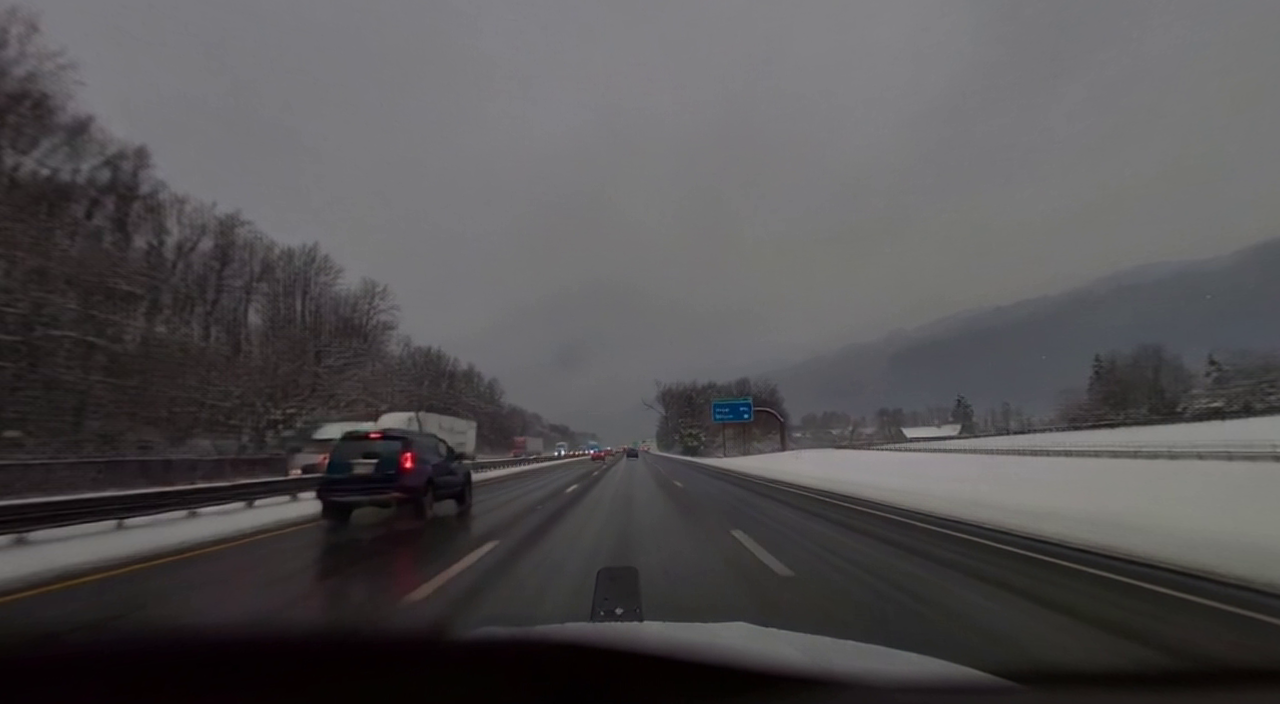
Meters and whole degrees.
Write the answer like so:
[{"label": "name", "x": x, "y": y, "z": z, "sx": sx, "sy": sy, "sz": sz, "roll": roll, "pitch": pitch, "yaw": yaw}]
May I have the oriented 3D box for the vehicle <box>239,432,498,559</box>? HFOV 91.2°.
[{"label": "vehicle", "x": -3.978, "y": 2.193, "z": 10.337, "sx": 2.153, "sy": 1.577, "sz": 4.707, "roll": 0, "pitch": -9, "yaw": 0}]
